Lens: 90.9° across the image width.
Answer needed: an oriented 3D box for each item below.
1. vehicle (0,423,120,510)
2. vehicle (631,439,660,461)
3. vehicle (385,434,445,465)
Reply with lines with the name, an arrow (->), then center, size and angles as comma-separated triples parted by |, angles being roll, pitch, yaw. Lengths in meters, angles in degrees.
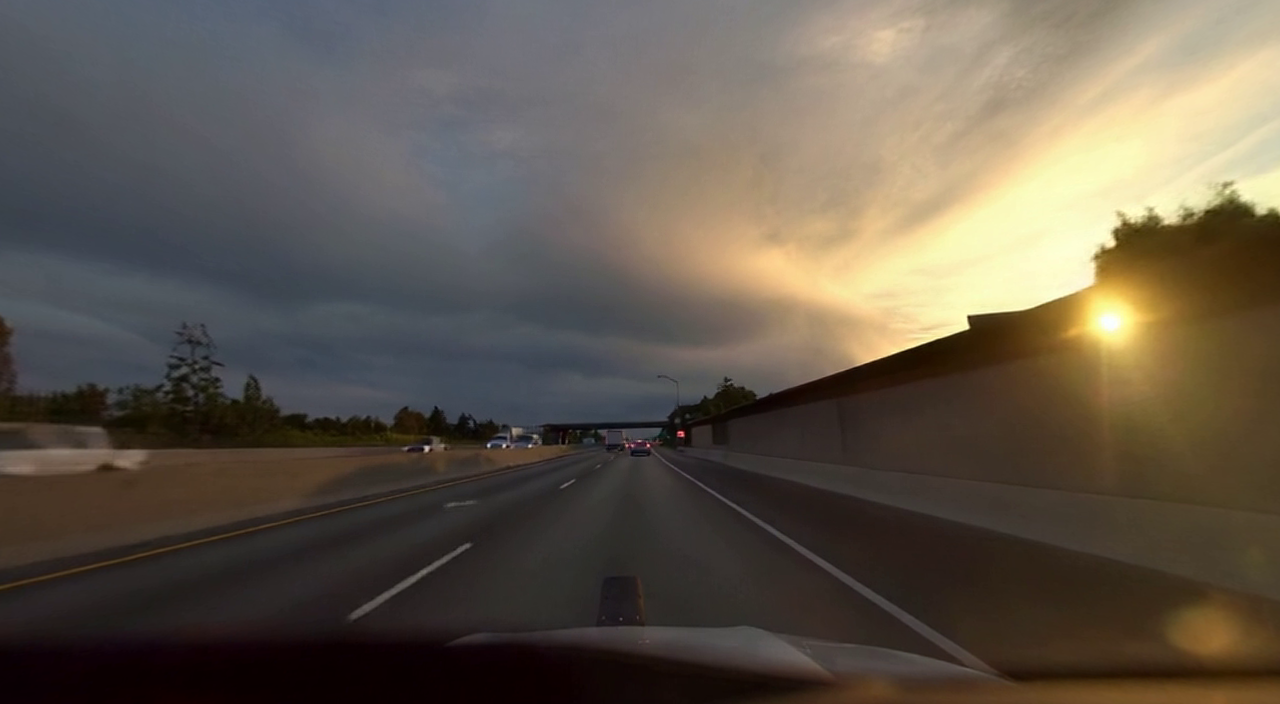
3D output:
vehicle -> -14.786, 2.539, 14.056 | 2.040, 1.854, 4.987 | 0, -8, 0
vehicle -> 0.370, 7.098, 45.817 | 2.030, 1.523, 4.114 | 0, -8, 0
vehicle -> -15.092, 6.572, 42.502 | 2.067, 1.948, 5.164 | 0, -8, 1
